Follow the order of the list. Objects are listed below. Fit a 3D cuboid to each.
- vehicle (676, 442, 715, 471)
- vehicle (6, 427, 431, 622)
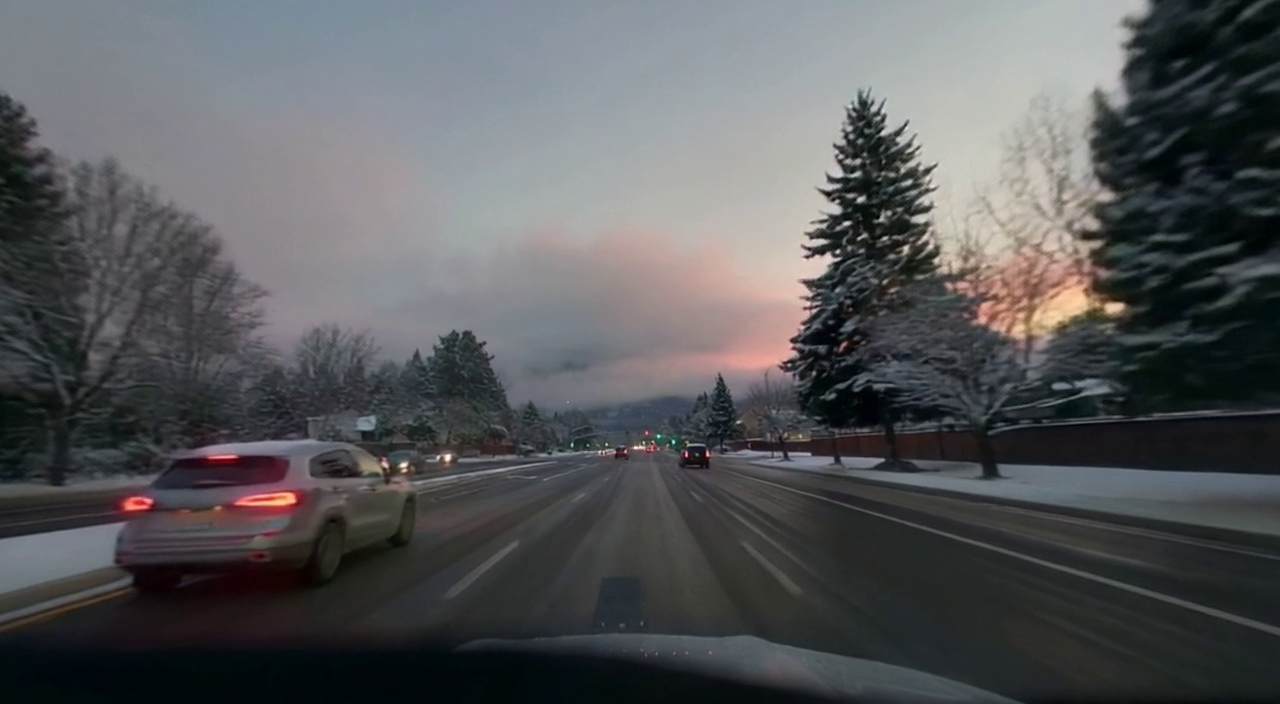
[{"bbox_3d":[3.578,6.849,41.616,2.114,1.780,4.445,0,-8,-1],"label":"vehicle"},{"bbox_3d":[-4.089,1.699,7.286,1.966,1.524,4.410,0,-8,-2],"label":"vehicle"}]
